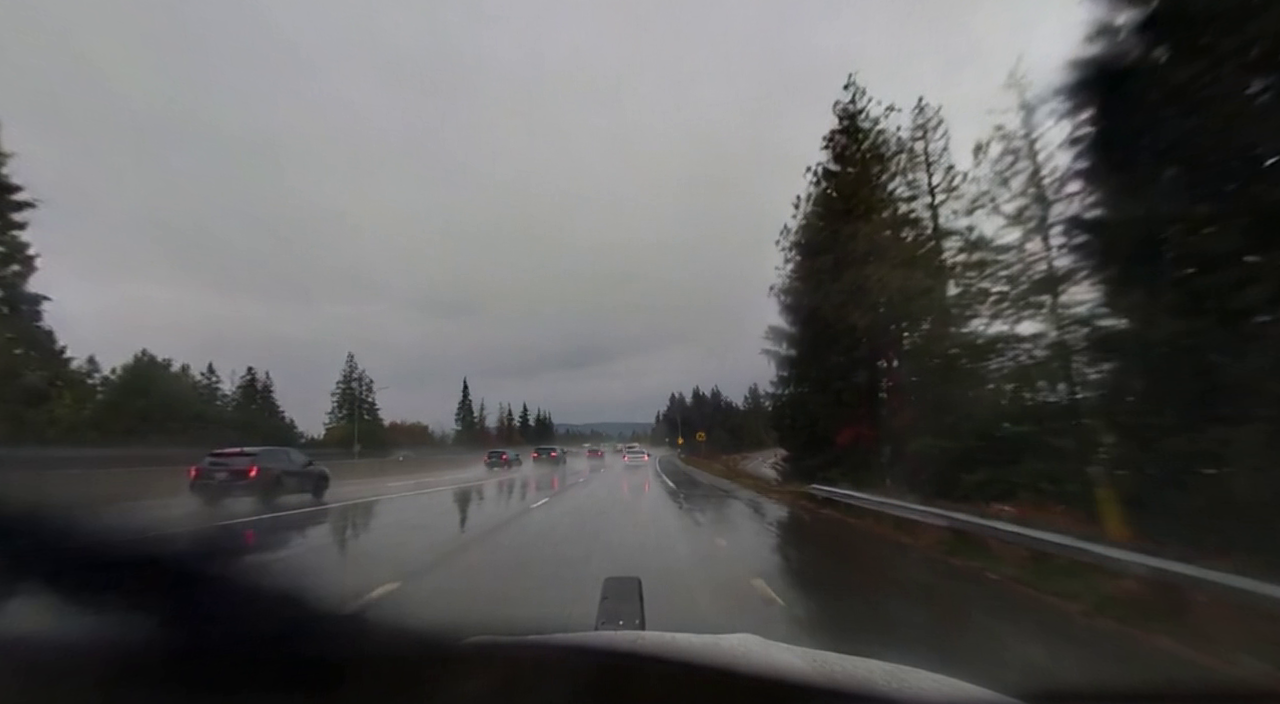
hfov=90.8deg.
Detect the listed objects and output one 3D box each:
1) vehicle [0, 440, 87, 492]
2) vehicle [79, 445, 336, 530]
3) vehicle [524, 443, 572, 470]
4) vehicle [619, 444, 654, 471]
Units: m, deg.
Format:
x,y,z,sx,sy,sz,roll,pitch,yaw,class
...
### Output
x,y,z,sx,sy,sz,roll,pitch,yaw,class
-33.308,6.000,33.442,2.542,2.590,5.629,-1,-8,5,vehicle
-9.382,2.919,14.413,2.102,1.562,4.884,-1,-8,5,vehicle
-7.086,8.108,49.344,2.397,1.911,5.596,-1,-8,5,vehicle
-0.180,7.031,42.391,2.179,1.742,4.396,-1,-8,1,vehicle
